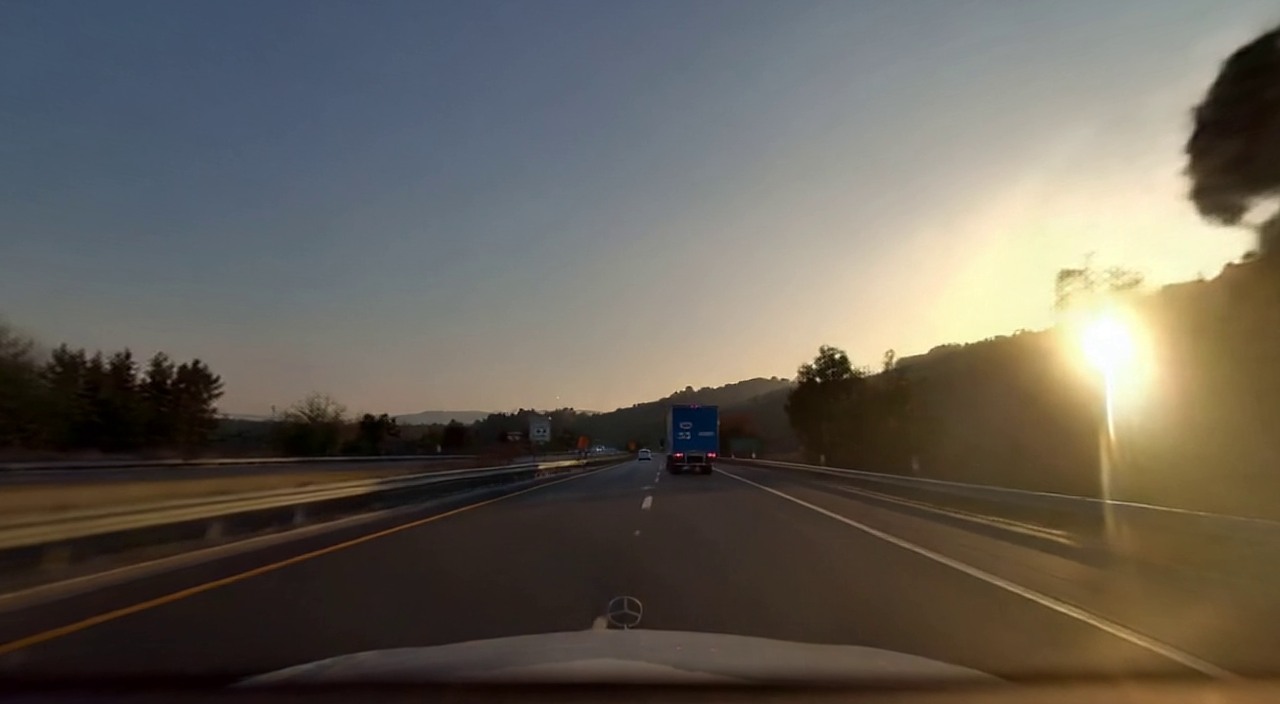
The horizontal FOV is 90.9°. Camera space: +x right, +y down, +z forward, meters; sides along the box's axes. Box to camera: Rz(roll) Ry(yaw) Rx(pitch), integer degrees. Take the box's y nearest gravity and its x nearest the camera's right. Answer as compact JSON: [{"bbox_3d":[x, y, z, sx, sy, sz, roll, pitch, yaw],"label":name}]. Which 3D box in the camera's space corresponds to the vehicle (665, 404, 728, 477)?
[{"bbox_3d":[3.144,5.350,37.660,3.107,3.718,10.231,1,-9,2],"label":"vehicle"}]
